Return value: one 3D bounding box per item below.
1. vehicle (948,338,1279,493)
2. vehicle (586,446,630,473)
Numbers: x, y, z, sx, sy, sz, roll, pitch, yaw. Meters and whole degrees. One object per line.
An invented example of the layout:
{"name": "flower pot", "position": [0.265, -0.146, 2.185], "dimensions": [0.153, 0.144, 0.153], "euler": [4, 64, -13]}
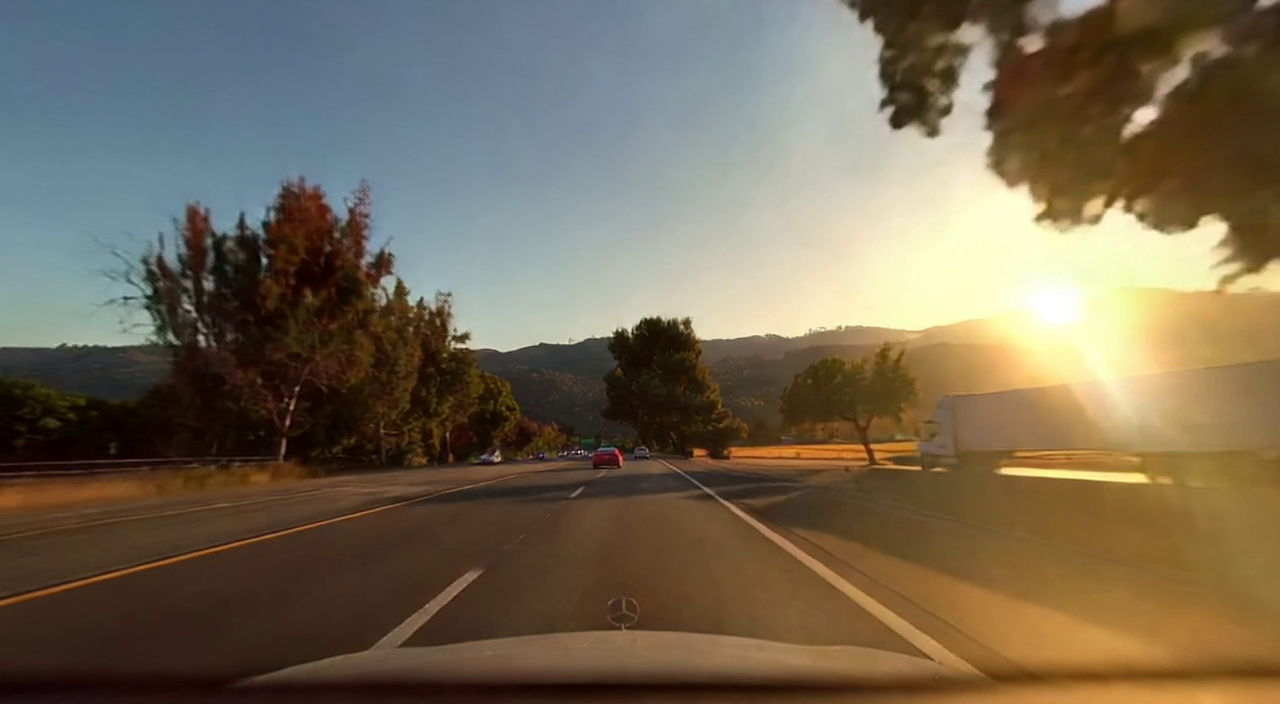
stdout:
{"name": "vehicle", "position": [17.667, 2.581, 22.982], "dimensions": [2.859, 4.163, 14.784], "euler": [0, -9, -12]}
{"name": "vehicle", "position": [-1.748, 6.110, 36.149], "dimensions": [2.170, 1.451, 4.584], "euler": [0, -8, 1]}
